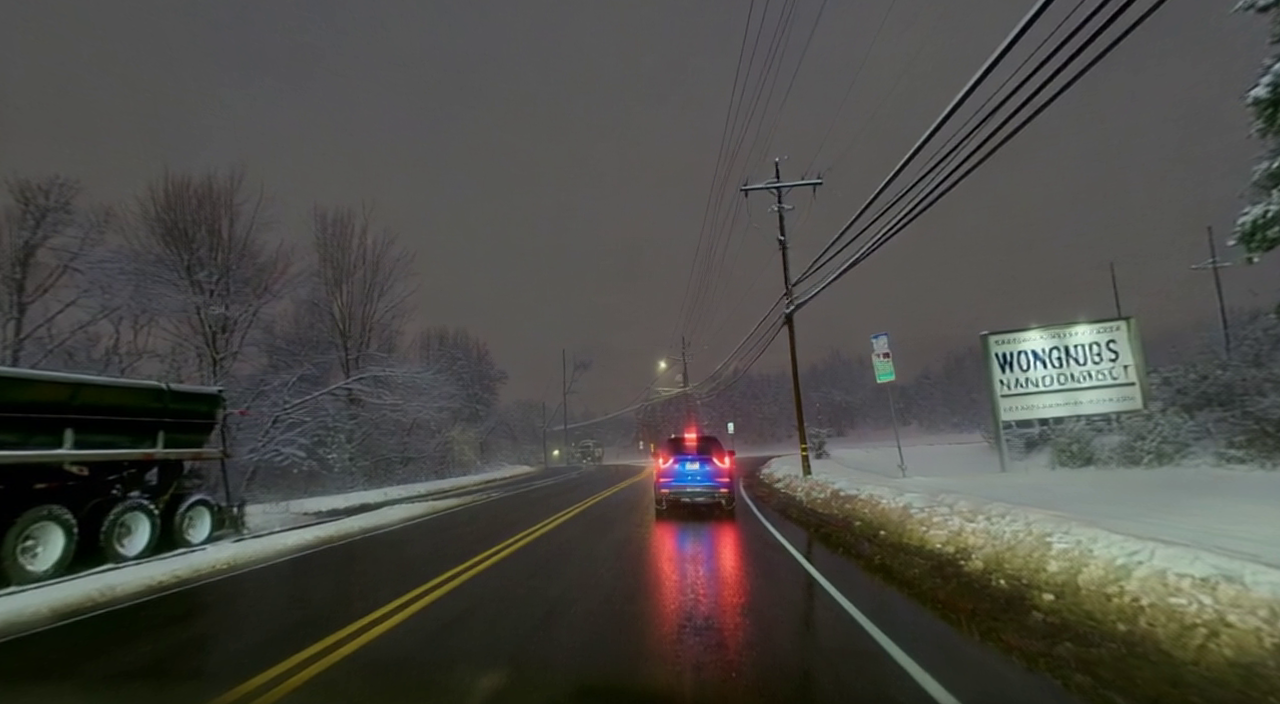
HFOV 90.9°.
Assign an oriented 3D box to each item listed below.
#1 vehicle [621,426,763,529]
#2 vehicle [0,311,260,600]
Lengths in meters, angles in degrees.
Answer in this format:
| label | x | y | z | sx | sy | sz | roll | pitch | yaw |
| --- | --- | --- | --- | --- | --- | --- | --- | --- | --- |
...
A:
| label | x | y | z | sx | sy | sz | roll | pitch | yaw |
| --- | --- | --- | --- | --- | --- | --- | --- | --- | --- |
| vehicle | 0.798 | 2.135 | 11.222 | 2.081 | 1.503 | 3.726 | 0 | -8 | 1 |
| vehicle | -8.518 | 1.264 | 6.829 | 3.395 | 3.071 | 7.634 | -7 | -6 | 7 |
